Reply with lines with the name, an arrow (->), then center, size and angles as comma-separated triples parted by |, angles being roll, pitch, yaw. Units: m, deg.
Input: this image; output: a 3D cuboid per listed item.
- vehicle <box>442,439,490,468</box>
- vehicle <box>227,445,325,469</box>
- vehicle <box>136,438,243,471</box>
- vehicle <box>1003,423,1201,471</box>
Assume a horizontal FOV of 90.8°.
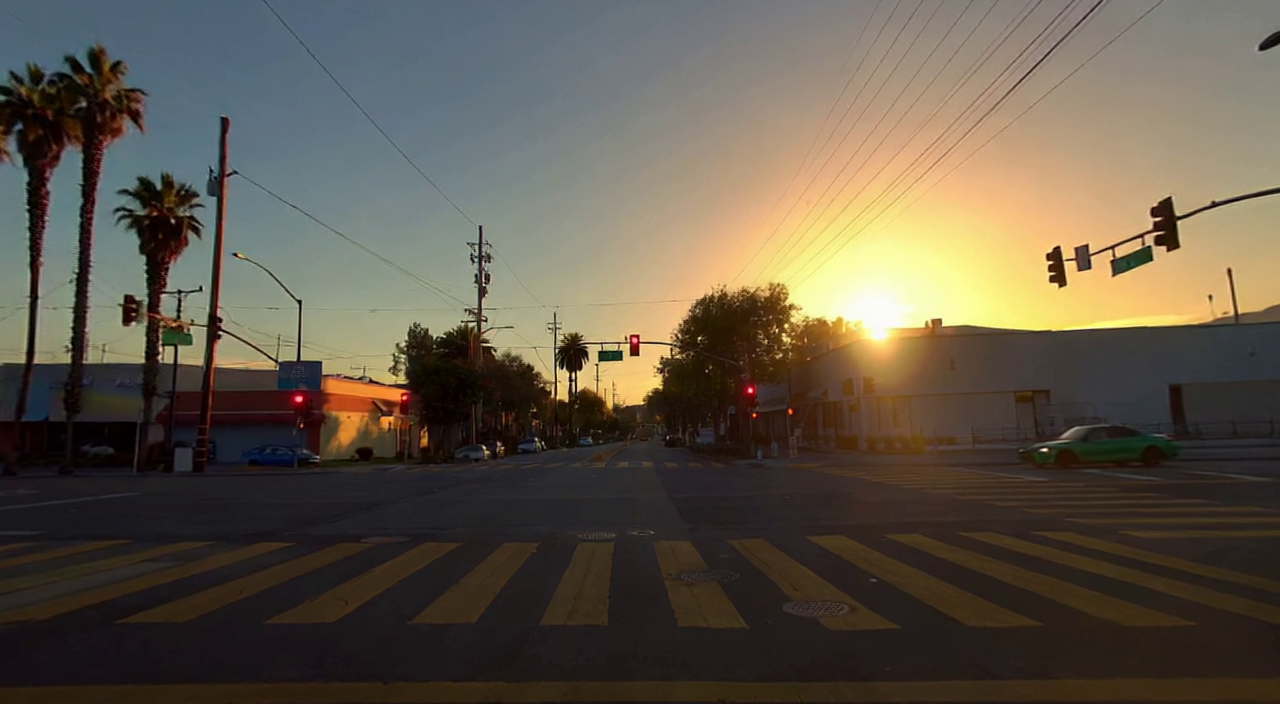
vehicle -> -11.984, 6.989, 43.809 | 2.016, 1.717, 4.287 | 0, -6, 1
vehicle -> -22.317, 6.434, 38.846 | 4.849, 1.444, 1.881 | 0, -8, 1
vehicle -> -25.913, 5.926, 36.460 | 4.613, 1.820, 2.021 | 0, -9, 3
vehicle -> 15.225, 3.166, 21.087 | 4.918, 1.479, 1.897 | -1, -9, 7
